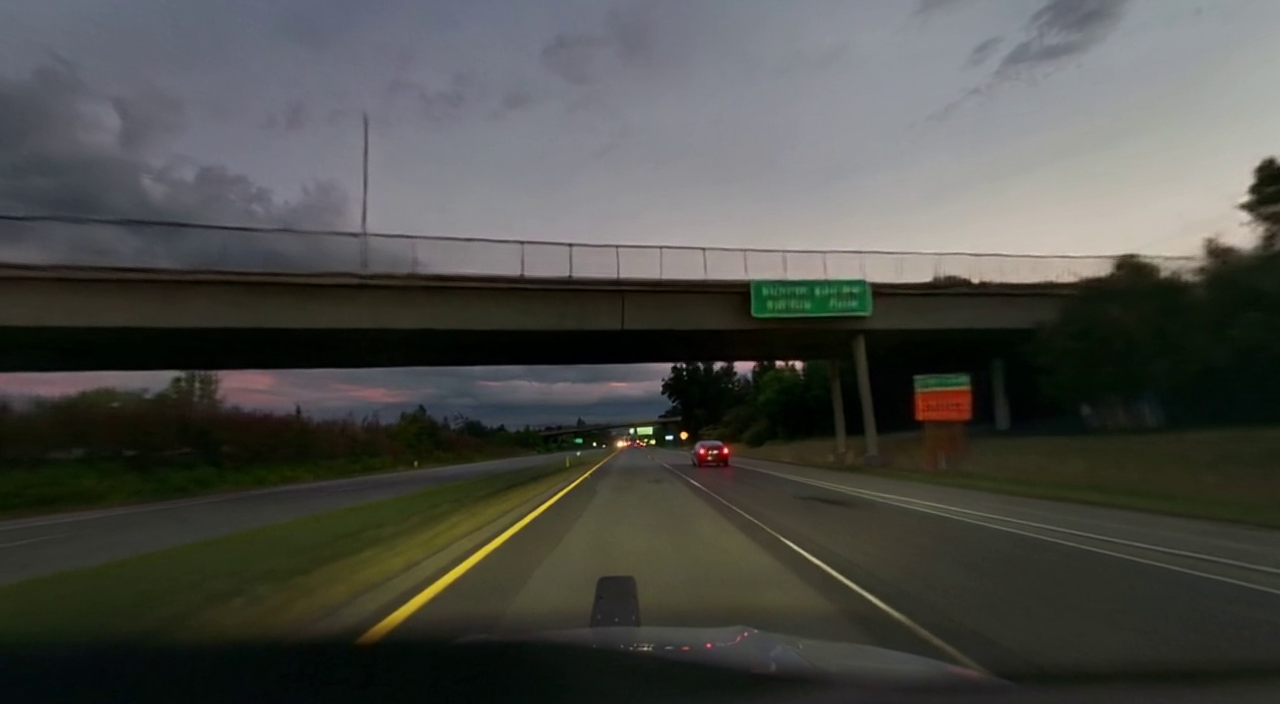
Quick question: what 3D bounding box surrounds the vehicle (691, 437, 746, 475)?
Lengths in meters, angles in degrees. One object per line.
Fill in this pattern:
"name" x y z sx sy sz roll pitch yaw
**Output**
"vehicle" 3.276 4.397 26.914 1.781 1.470 3.540 0 -8 -2
